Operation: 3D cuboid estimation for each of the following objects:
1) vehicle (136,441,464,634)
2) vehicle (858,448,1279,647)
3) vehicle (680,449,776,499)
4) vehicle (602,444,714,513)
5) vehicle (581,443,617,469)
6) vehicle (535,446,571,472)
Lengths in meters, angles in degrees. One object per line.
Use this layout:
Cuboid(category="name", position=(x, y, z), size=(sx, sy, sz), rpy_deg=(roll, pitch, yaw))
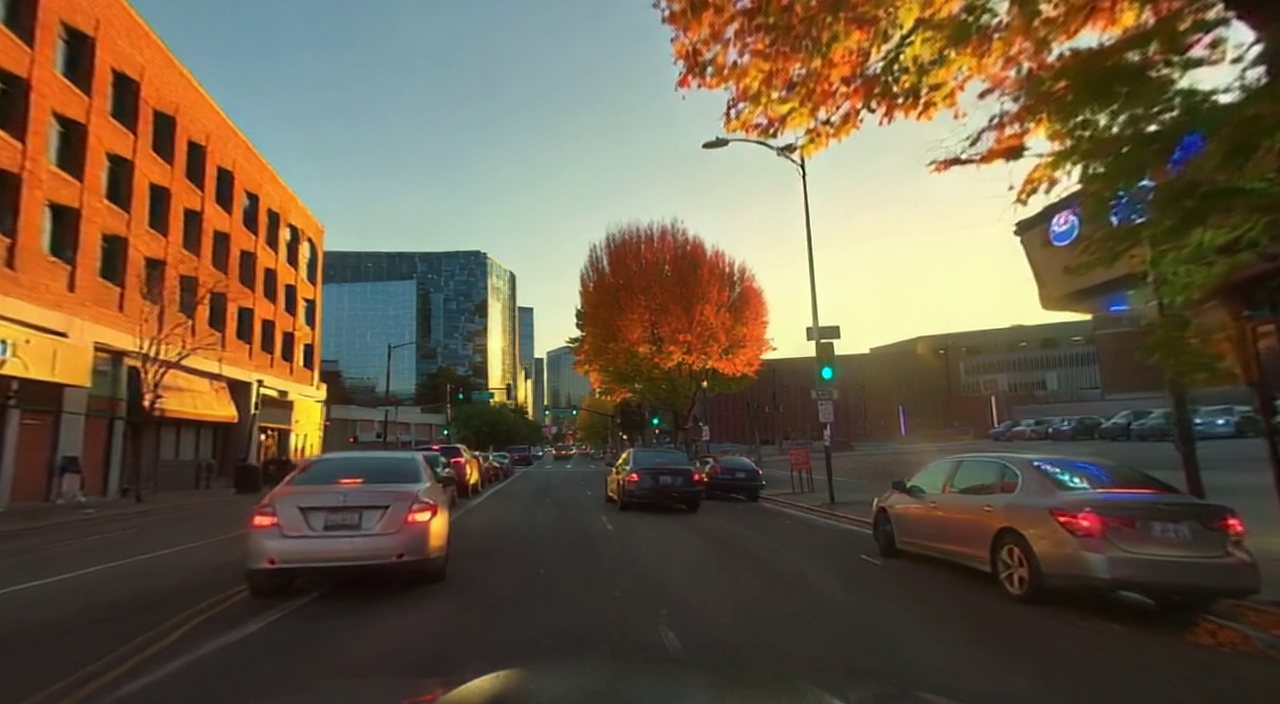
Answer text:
Cuboid(category="vehicle", position=(-3.248, 1.762, 7.242), size=(2.169, 1.427, 4.531), rpy_deg=(2, -9, -13))
Cuboid(category="vehicle", position=(4.322, 1.892, 7.170), size=(1.986, 1.555, 3.879), rpy_deg=(1, -9, -5))
Cuboid(category="vehicle", position=(2.784, 3.988, 21.087), size=(1.956, 1.446, 4.537), rpy_deg=(1, -9, -8))
Cuboid(category="vehicle", position=(0.274, 3.097, 16.041), size=(2.150, 1.464, 4.467), rpy_deg=(1, -9, -7))
Cuboid(category="vehicle", position=(-3.142, 7.772, 47.444), size=(2.418, 1.816, 4.300), rpy_deg=(1, -9, -7))
Cuboid(category="vehicle", position=(-5.422, 6.666, 39.532), size=(2.102, 1.521, 4.078), rpy_deg=(1, -9, -7))
